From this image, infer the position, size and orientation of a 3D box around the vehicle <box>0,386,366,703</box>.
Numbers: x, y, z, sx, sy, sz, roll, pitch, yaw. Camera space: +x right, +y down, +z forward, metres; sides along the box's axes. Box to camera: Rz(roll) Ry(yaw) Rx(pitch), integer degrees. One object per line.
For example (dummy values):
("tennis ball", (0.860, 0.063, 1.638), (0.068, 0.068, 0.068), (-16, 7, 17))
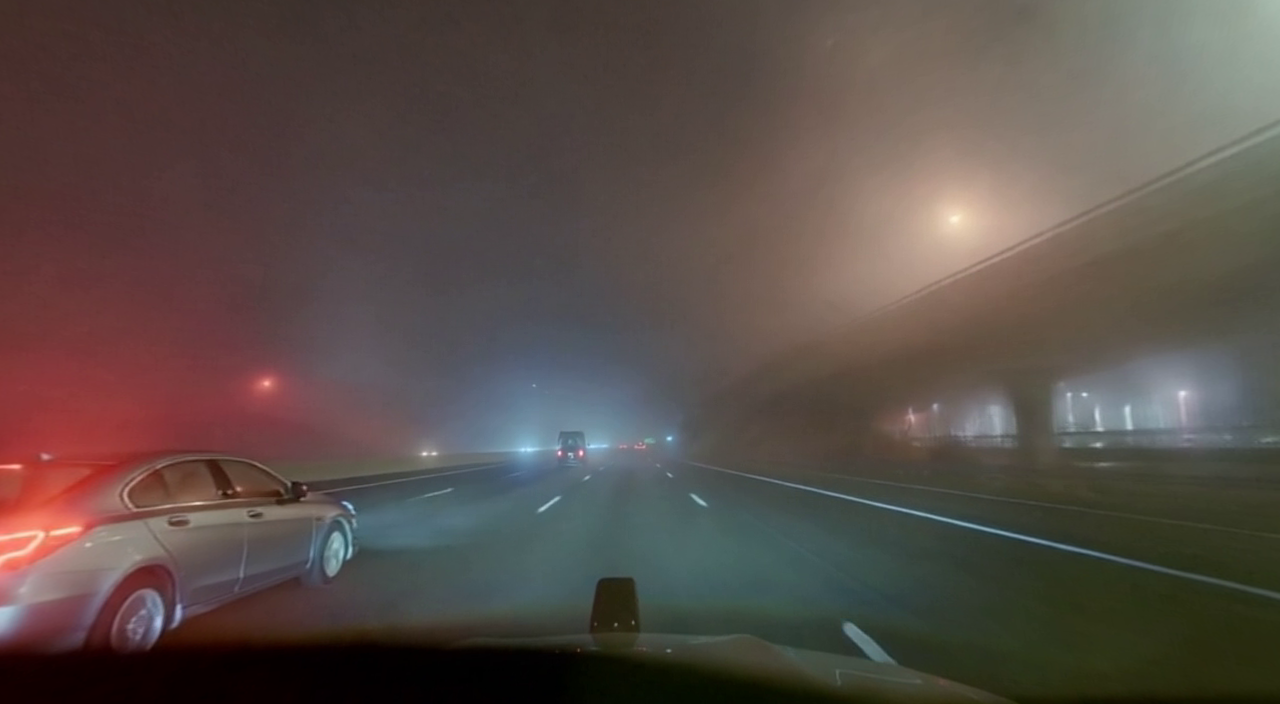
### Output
("vehicle", (-3.720, 1.106, 3.837), (2.025, 1.556, 4.594), (0, -8, 0))

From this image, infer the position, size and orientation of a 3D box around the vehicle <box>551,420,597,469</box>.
("vehicle", (-4.273, 6.128, 41.862), (2.364, 2.953, 6.732), (0, -8, -1))
